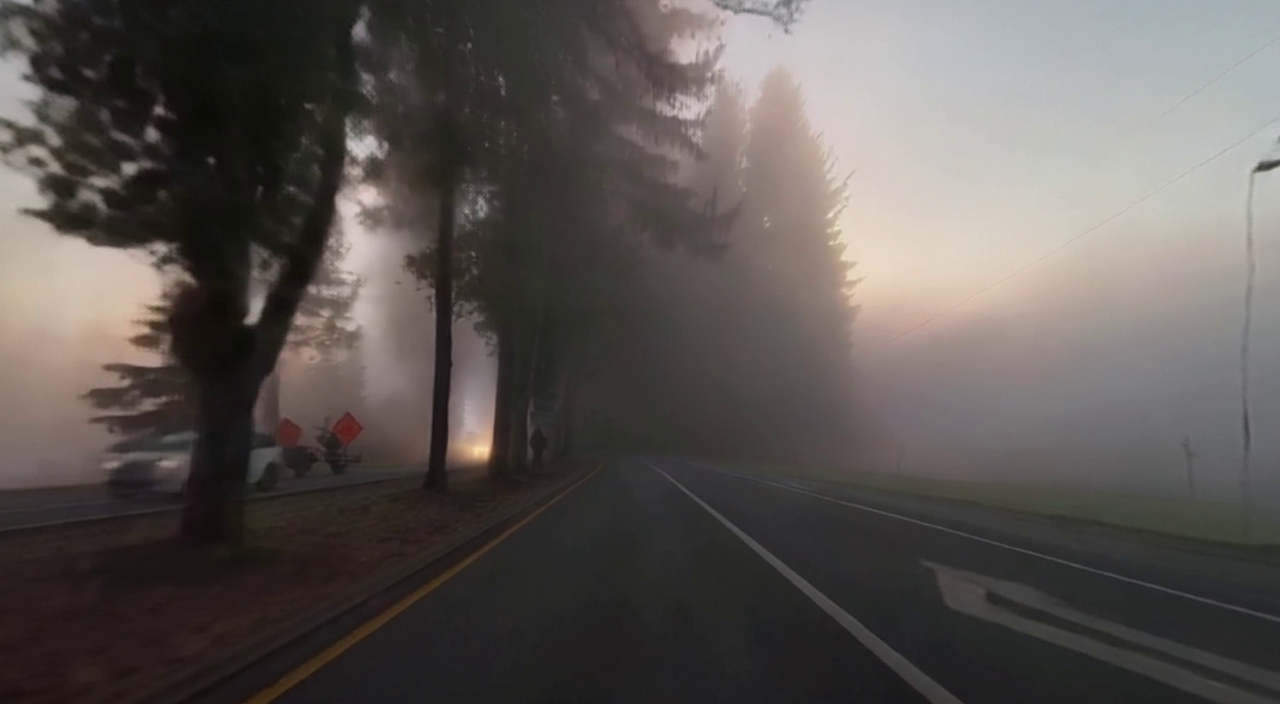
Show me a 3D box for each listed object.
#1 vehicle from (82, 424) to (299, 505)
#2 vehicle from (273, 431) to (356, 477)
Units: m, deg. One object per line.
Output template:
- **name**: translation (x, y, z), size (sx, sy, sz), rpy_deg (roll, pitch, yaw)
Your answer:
- **vehicle**: translation (-11.152, 2.818, 16.242), size (2.236, 1.758, 4.564), rpy_deg (0, -9, -1)
- **vehicle**: translation (-15.739, 4.942, 30.771), size (2.340, 2.062, 3.192), rpy_deg (0, -9, -3)
